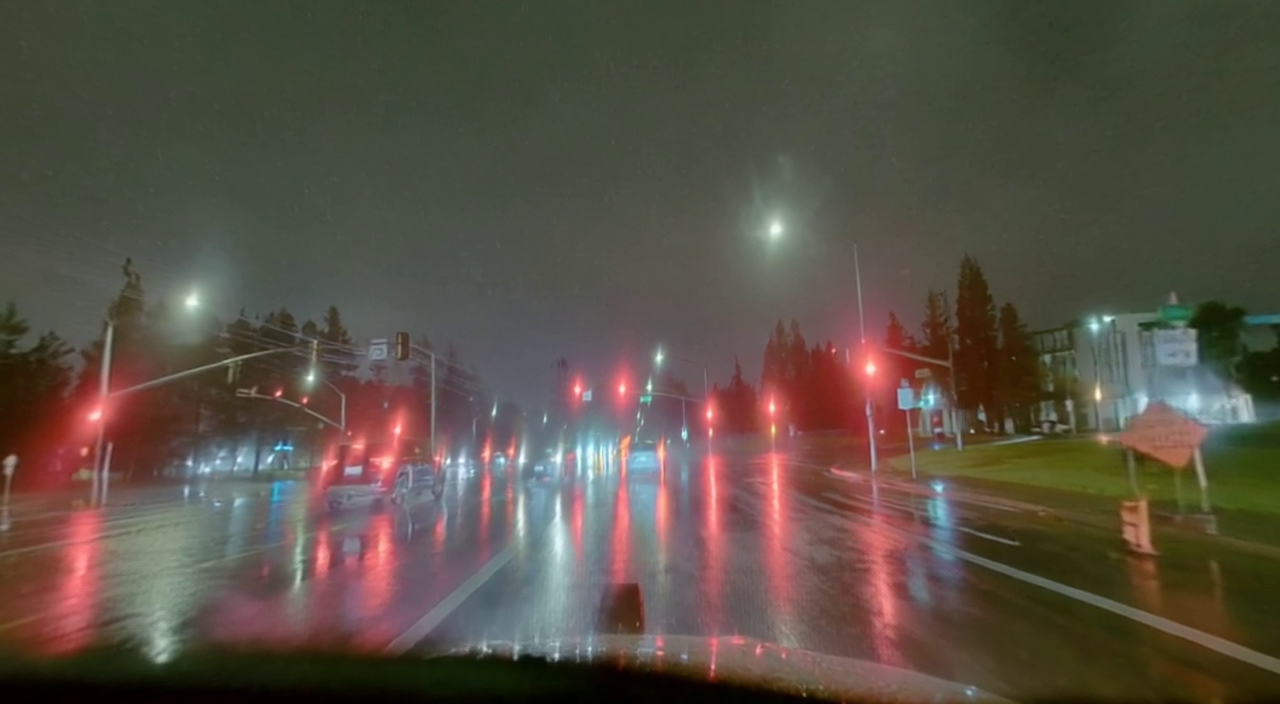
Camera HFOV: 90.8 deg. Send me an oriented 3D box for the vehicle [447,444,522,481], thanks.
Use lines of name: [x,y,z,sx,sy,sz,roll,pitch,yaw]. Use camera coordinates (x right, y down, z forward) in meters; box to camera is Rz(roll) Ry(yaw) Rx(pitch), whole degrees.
vehicle: [-6.551,4.699,27.125,2.074,1.447,4.224,0,-8,1]

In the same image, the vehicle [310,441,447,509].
vehicle: [-6.760,3.177,16.879,1.869,1.570,4.064,0,-8,1]

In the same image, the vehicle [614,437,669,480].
vehicle: [0.066,4.146,24.852,1.985,1.521,3.968,0,-8,0]

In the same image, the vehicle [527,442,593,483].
vehicle: [-2.997,4.233,24.511,1.946,1.437,4.154,0,-8,1]
